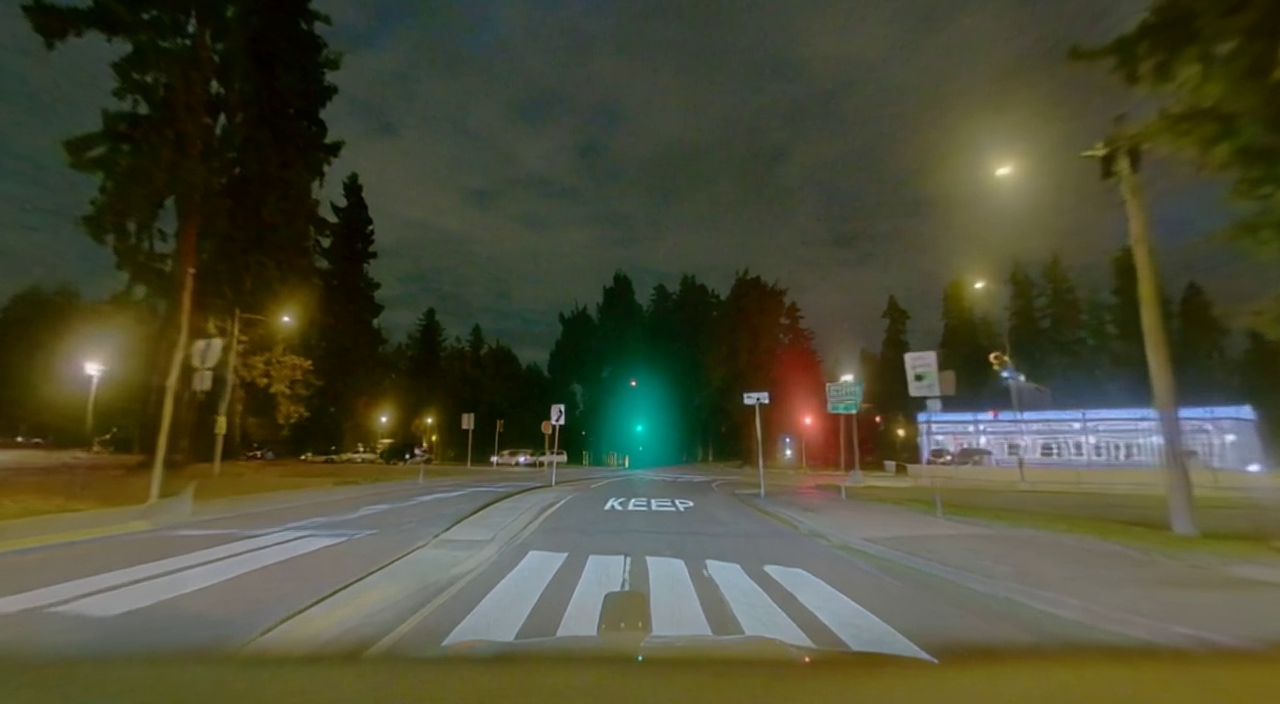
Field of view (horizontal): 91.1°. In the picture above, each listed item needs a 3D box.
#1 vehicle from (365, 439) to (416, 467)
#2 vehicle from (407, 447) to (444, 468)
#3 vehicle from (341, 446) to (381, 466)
[{"bbox_3d":[-18.351,7.482,46.470,2.337,1.934,4.843,2,-9,-8],"label":"vehicle"},{"bbox_3d":[-15.311,7.553,45.009,1.789,1.399,4.236,2,-9,-9],"label":"vehicle"},{"bbox_3d":[-21.705,8.104,48.915,1.799,1.422,3.890,3,-8,-9],"label":"vehicle"}]
